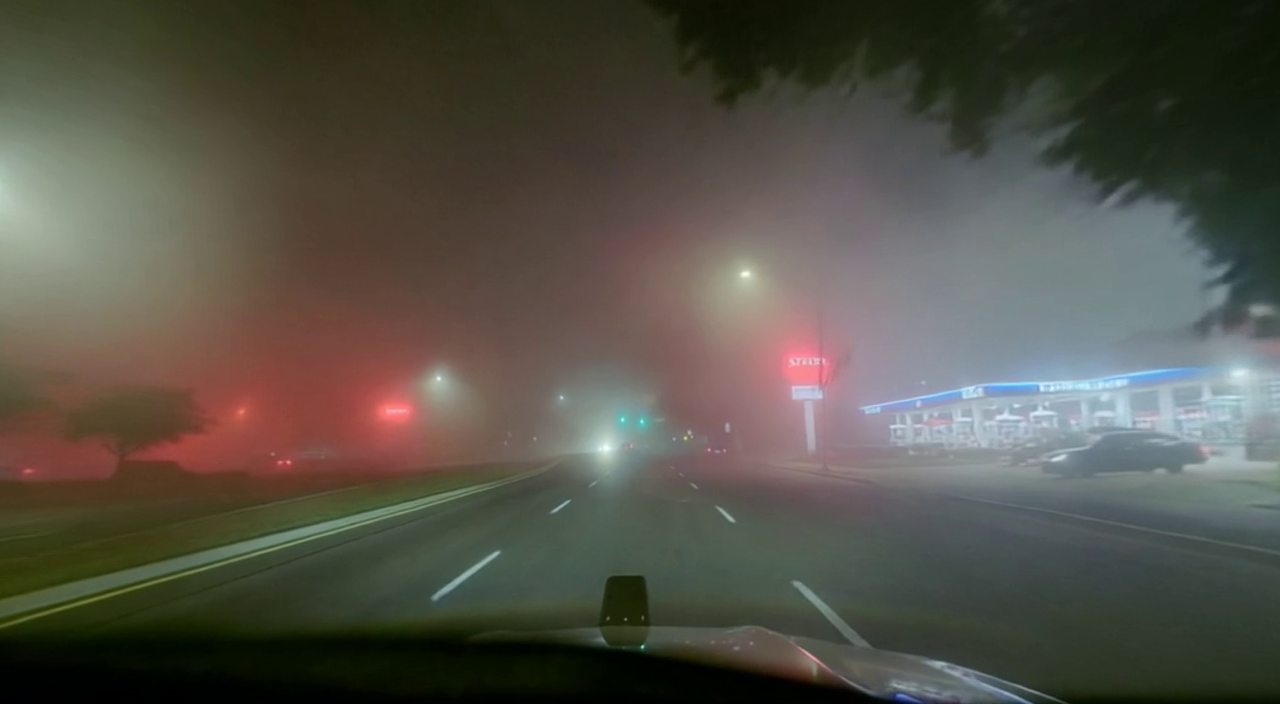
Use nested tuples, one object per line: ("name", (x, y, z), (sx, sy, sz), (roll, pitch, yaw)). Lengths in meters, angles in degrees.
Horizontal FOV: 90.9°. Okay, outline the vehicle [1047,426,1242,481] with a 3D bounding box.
("vehicle", (15.111, 3.012, 18.982), (4.510, 1.517, 2.035), (1, -8, -12))
